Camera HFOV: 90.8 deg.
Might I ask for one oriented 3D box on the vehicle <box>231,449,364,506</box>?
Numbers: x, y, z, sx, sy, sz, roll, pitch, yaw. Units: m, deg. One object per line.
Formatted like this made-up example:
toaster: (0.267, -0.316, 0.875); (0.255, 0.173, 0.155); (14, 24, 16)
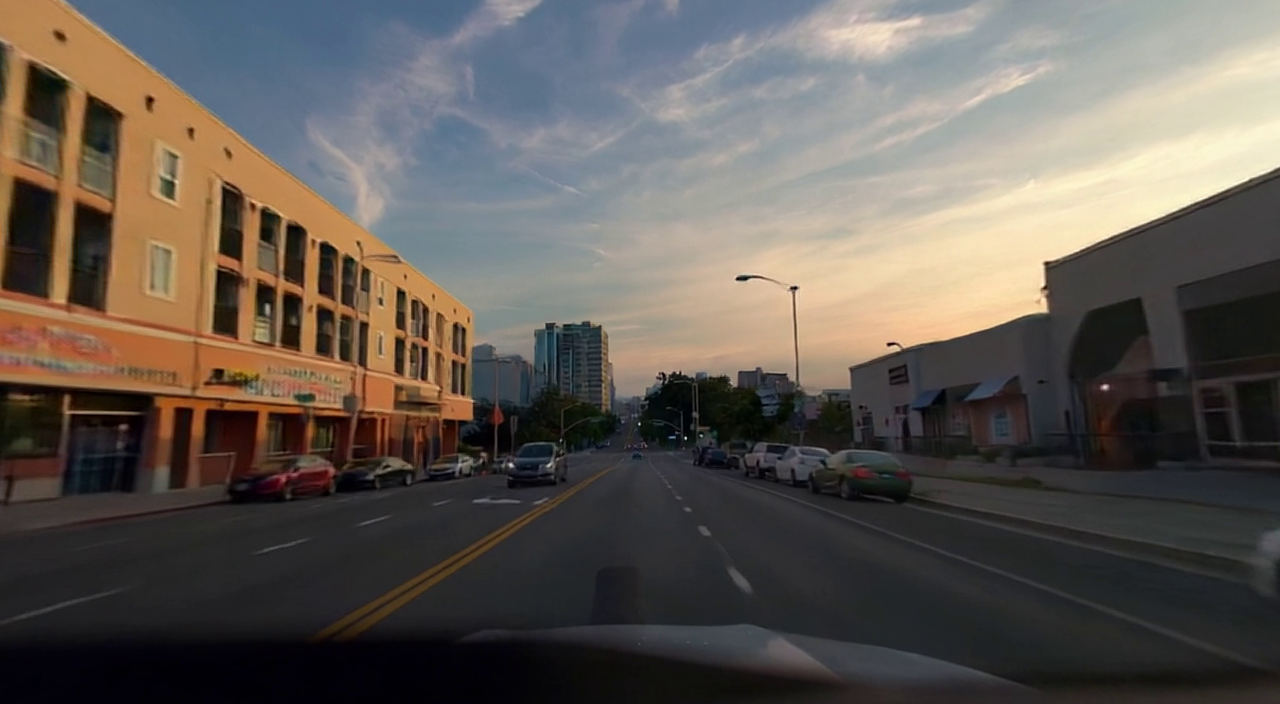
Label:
vehicle: (-10.265, 3.751, 19.333); (1.812, 1.531, 3.934); (0, -8, 1)

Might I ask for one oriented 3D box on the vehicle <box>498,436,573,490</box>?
vehicle: (-3.596, 3.884, 22.535); (1.980, 1.718, 4.120); (0, -8, 0)

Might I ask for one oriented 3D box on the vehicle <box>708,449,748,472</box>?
vehicle: (6.034, 7.506, 43.863); (1.902, 1.484, 4.714); (0, -8, -2)

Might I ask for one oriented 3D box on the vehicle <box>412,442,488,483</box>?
vehicle: (-10.050, 5.836, 33.912); (2.137, 1.982, 5.794); (-1, -8, 2)

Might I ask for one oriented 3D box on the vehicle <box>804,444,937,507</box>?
vehicle: (6.117, 3.293, 17.458); (1.837, 1.482, 4.706); (0, -8, -1)
